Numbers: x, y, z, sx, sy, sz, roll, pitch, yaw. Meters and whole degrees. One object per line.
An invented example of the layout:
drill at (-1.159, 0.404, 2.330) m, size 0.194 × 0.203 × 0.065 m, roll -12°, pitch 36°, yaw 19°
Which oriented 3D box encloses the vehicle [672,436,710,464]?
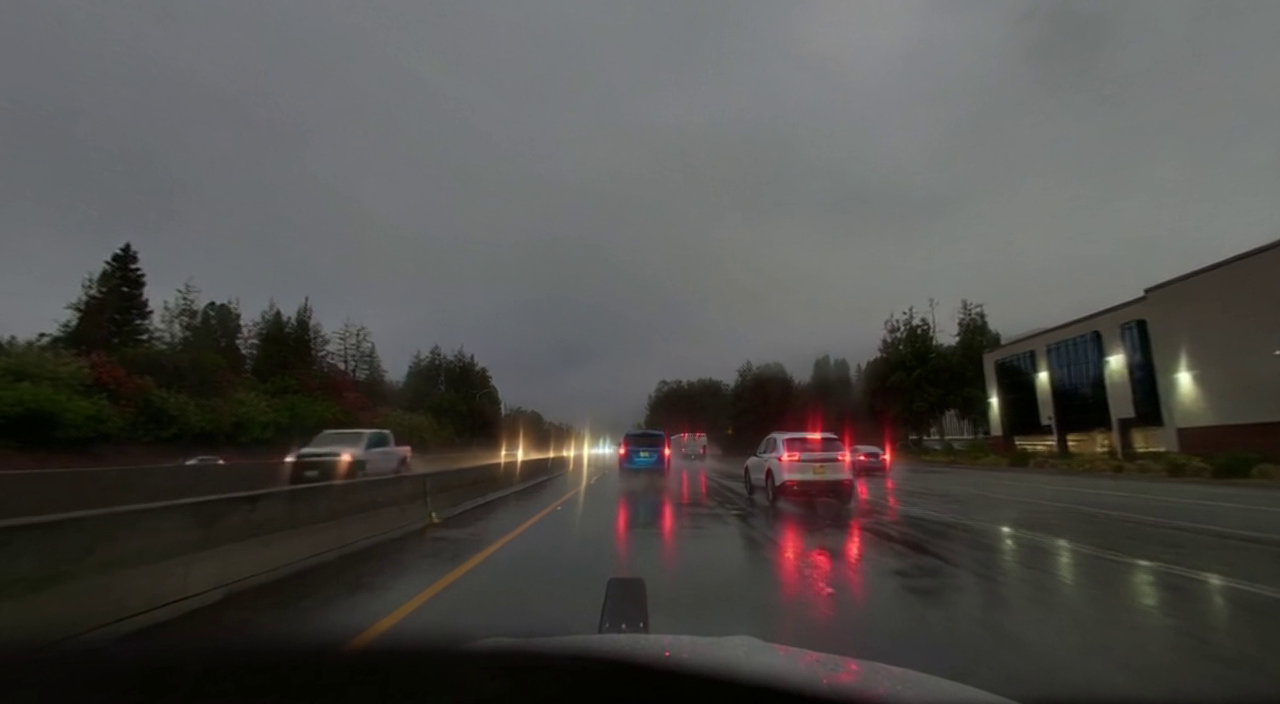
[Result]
vehicle at (3.800, 7.458, 47.927) m, size 2.328 × 1.987 × 5.440 m, roll 0°, pitch -8°, yaw -1°

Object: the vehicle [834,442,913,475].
vehicle at (10.953, 5.005, 29.951) m, size 2.027 × 1.446 × 4.470 m, roll 0°, pitch -8°, yaw 0°

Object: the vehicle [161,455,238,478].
vehicle at (-31.328, 8.133, 45.066) m, size 1.912 × 1.493 × 4.743 m, roll -1°, pitch -8°, yaw 3°

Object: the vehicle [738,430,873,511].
vehicle at (3.614, 2.659, 14.644) m, size 2.042 × 1.592 × 4.047 m, roll 0°, pitch -8°, yaw 0°

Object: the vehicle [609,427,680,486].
vehicle at (0.163, 3.715, 22.673) m, size 2.290 × 1.862 × 4.454 m, roll 0°, pitch -8°, yaw 0°

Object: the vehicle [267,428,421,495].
vehicle at (-10.807, 4.064, 23.886) m, size 2.614 × 2.135 × 6.505 m, roll 0°, pitch -8°, yaw 0°
